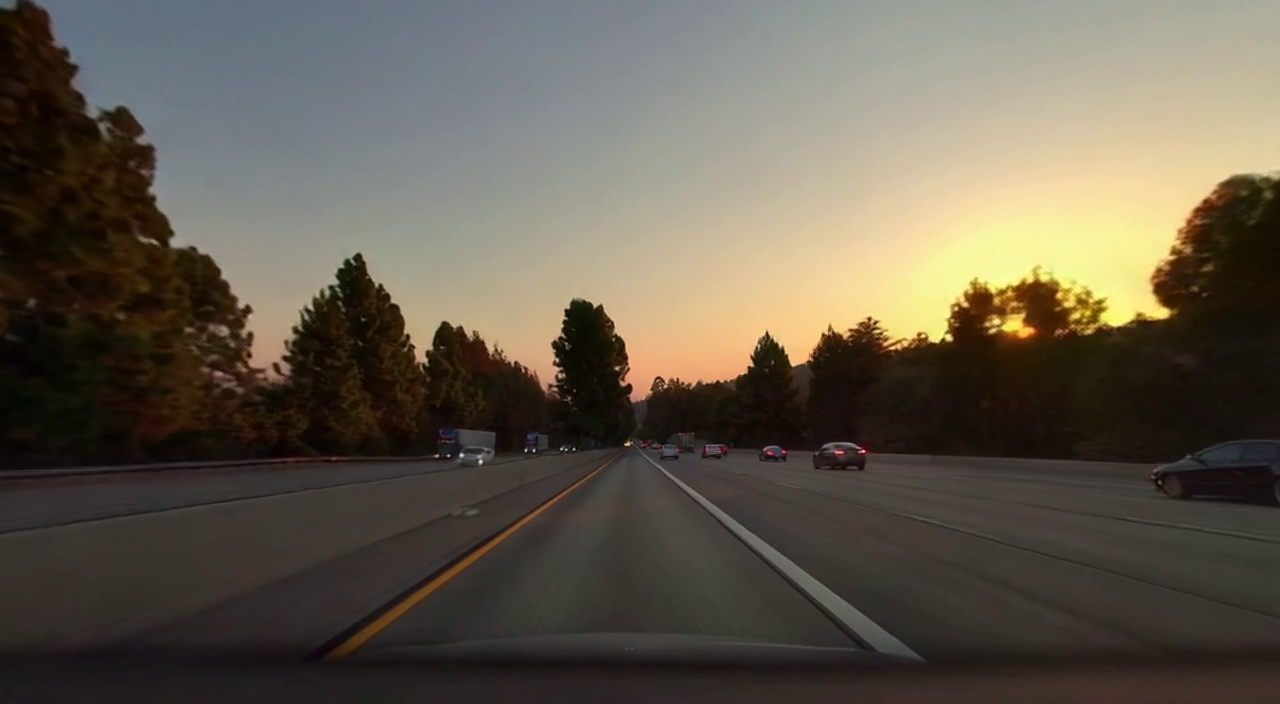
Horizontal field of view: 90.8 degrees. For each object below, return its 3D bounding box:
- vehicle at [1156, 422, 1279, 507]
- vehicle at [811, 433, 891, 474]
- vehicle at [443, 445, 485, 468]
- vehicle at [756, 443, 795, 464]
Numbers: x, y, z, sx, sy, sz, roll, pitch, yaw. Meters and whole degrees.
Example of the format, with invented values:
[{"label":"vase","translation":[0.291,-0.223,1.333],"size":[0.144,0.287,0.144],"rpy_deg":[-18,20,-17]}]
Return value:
[{"label":"vehicle","translation":[14.011,2.403,13.640],"size":[1.957,1.709,4.387],"rpy_deg":[0,-9,-1]},{"label":"vehicle","translation":[9.961,4.838,30.255],"size":[2.098,1.820,4.505],"rpy_deg":[0,-9,-2]},{"label":"vehicle","translation":[-12.995,7.705,46.840],"size":[1.936,1.573,4.320],"rpy_deg":[0,-9,-1]},{"label":"vehicle","translation":[10.299,7.758,48.367],"size":[1.931,1.479,4.183],"rpy_deg":[0,-9,-2]}]
